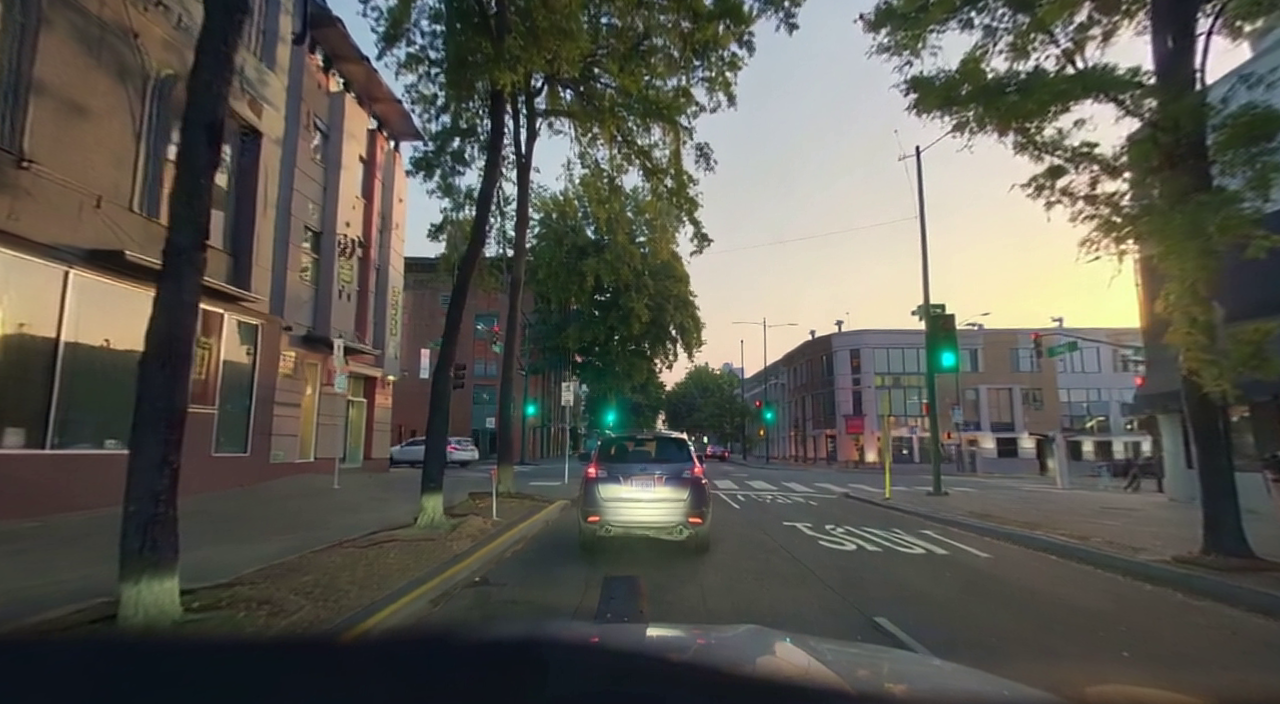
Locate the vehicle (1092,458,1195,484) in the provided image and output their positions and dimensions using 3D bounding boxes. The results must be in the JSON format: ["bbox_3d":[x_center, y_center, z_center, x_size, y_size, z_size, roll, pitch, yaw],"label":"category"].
[{"bbox_3d":[30.347,7.139,38.032,4.668,1.441,1.904,0,-9,-4],"label":"vehicle"}]

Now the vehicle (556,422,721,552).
[{"bbox_3d":[-0.008,1.992,9.957,2.079,1.621,3.861,0,-8,1],"label":"vehicle"}]

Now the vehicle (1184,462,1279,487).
[{"bbox_3d":[36.064,7.383,38.141,4.457,1.409,1.873,0,-9,0],"label":"vehicle"}]
